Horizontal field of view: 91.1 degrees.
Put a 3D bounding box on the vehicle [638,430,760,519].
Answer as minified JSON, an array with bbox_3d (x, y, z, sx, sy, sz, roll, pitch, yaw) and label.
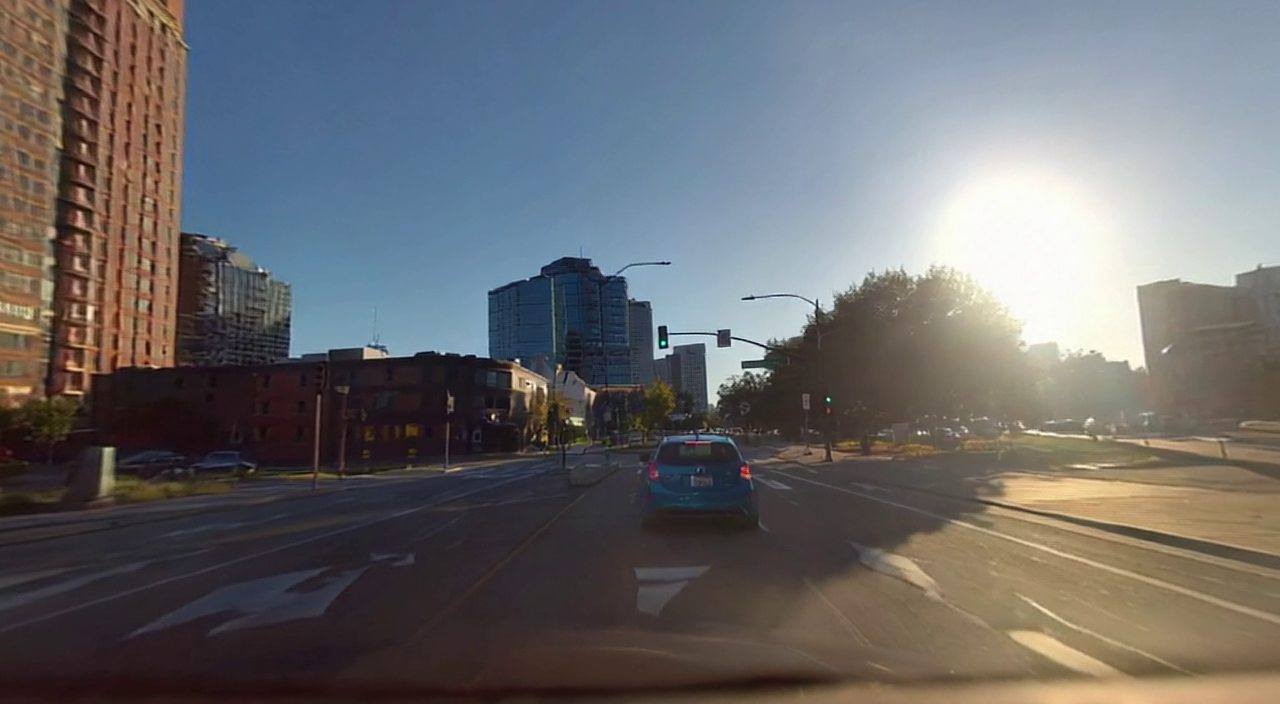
[{"bbox_3d":[1.054,2.267,12.244,1.950,1.401,4.159,-1,-8,3],"label":"vehicle"}]

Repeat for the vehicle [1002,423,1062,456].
[{"bbox_3d":[29.917,6.692,48.162,2.176,2.400,4.821,-2,-8,11],"label":"vehicle"}]

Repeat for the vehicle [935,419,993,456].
[{"bbox_3d":[24.994,6.629,48.700,2.311,2.623,5.870,-2,-8,11],"label":"vehicle"}]
